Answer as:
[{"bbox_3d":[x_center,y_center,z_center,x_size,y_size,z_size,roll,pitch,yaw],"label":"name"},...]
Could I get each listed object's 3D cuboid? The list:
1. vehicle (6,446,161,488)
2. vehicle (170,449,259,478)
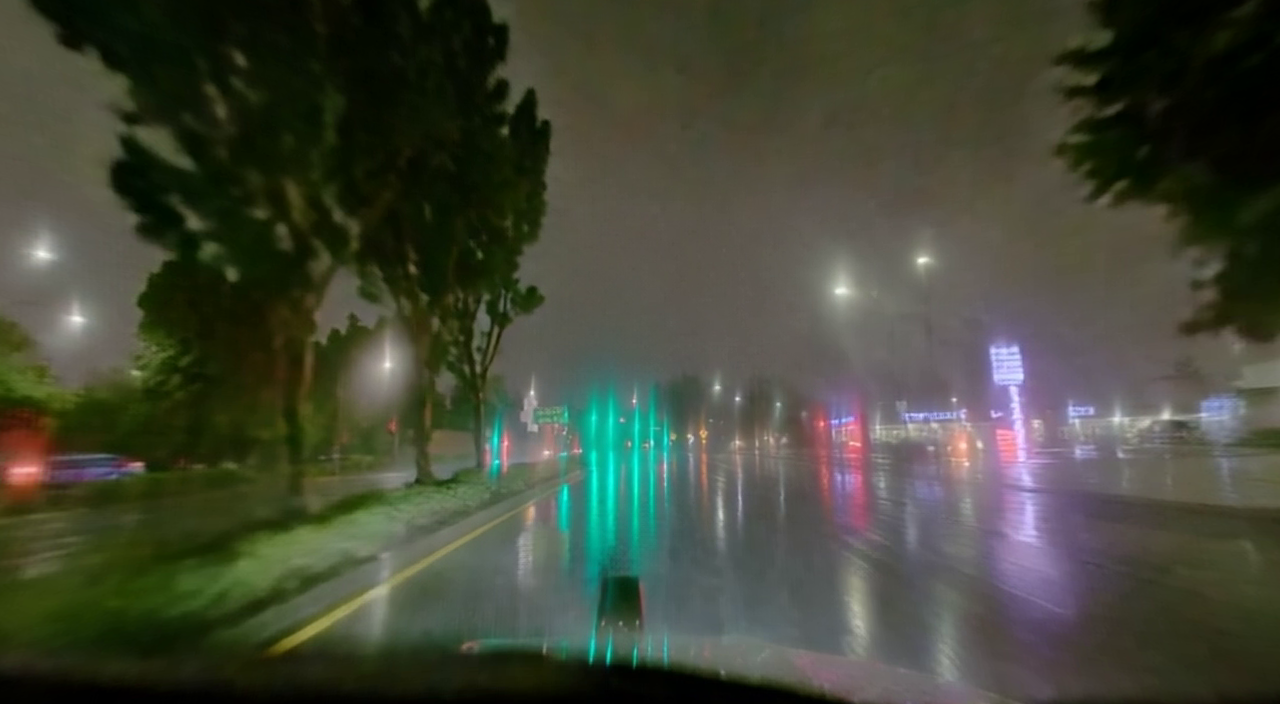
[{"bbox_3d":[-28.123,5.798,32.244,5.442,1.936,2.127,4,-9,-26],"label":"vehicle"},{"bbox_3d":[-27.533,7.198,41.087,4.529,1.711,1.972,4,-9,-28],"label":"vehicle"}]
